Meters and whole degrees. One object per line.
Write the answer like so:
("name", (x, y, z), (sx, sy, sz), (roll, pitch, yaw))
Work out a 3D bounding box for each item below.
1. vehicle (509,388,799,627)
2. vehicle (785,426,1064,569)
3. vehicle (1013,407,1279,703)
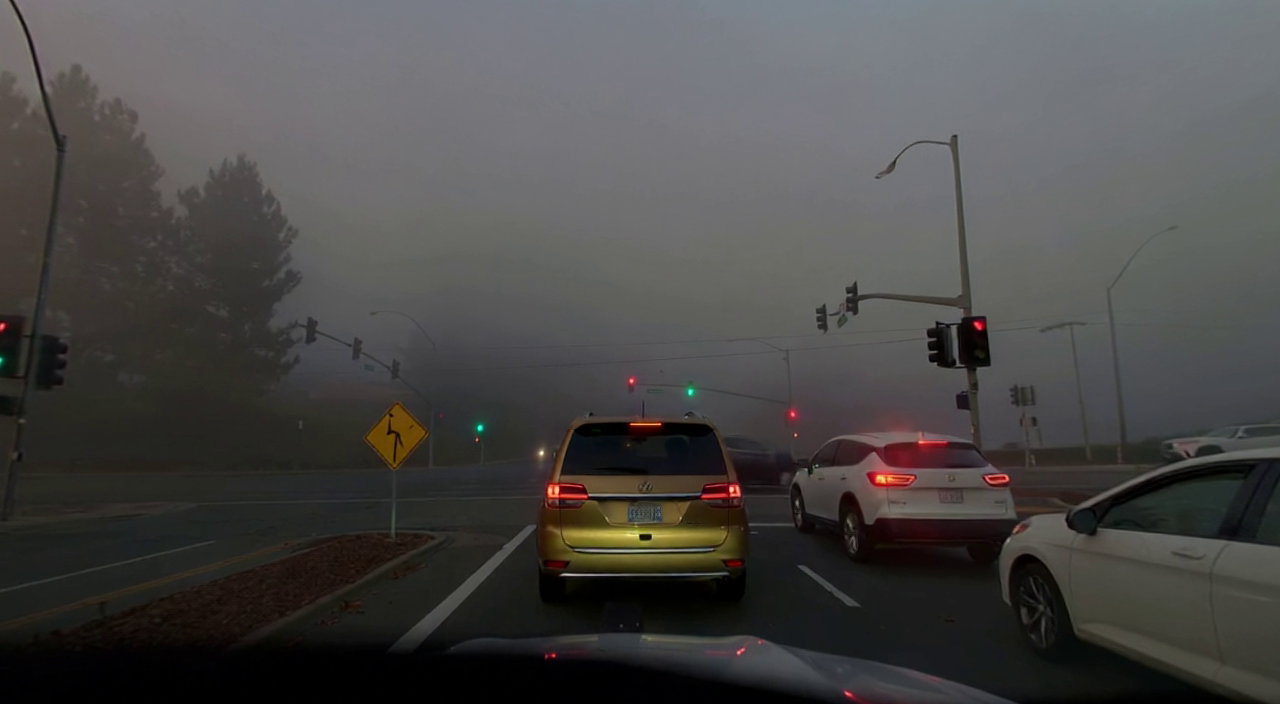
("vehicle", (0.099, 1.496, 7.062), (2.170, 1.793, 4.468), (0, -8, 0))
("vehicle", (3.519, 1.861, 8.870), (1.861, 1.495, 4.215), (0, -8, -1))
("vehicle", (3.154, 0.818, 1.428), (1.924, 1.466, 4.461), (0, -8, 1))
